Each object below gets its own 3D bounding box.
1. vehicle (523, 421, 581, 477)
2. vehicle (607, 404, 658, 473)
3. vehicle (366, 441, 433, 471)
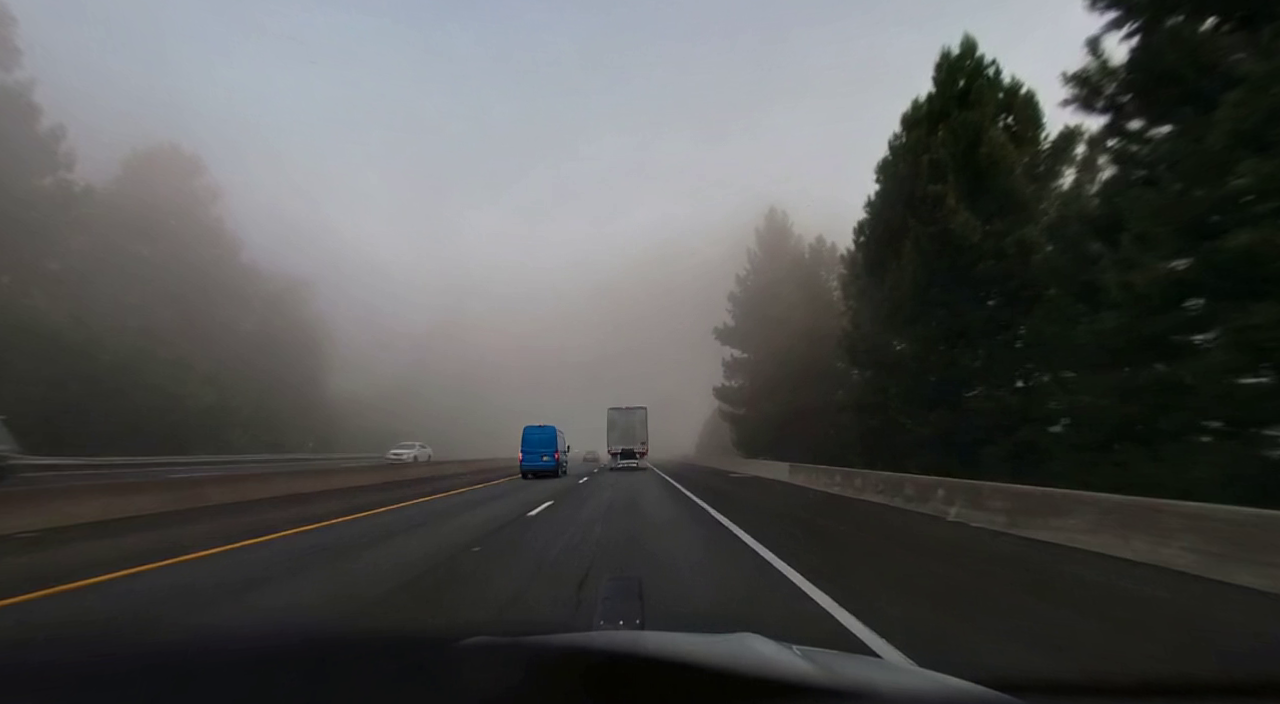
[{"bbox_3d":[-4.664,5.332,34.607,2.357,2.786,6.144,0,-9,-1],"label":"vehicle"},{"bbox_3d":[-0.516,5.917,42.475,2.995,4.036,10.311,0,-9,-1],"label":"vehicle"},{"bbox_3d":[-12.913,5.598,34.134,1.836,1.484,4.541,0,-9,0],"label":"vehicle"}]
